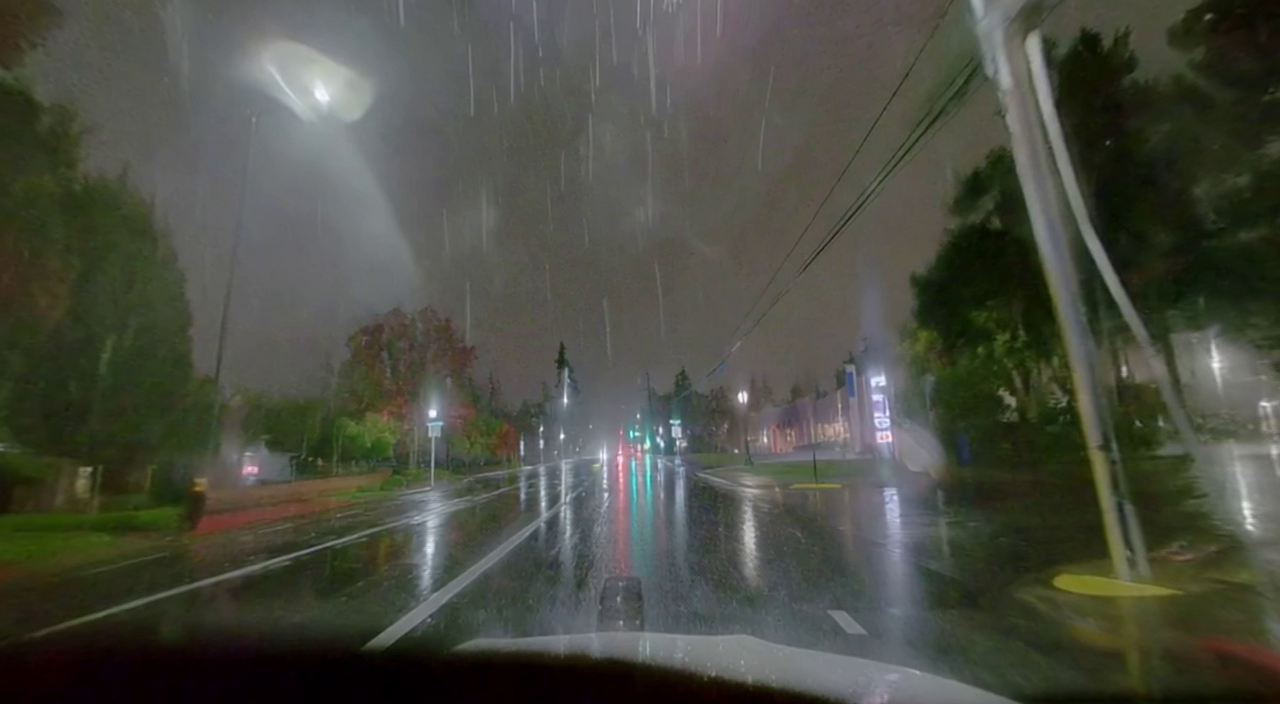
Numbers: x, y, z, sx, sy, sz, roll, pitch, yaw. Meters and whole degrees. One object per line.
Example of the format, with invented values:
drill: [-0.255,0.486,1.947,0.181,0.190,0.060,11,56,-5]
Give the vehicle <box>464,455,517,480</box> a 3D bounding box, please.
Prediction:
vehicle: [-9.802,7.462,41.191,2.061,1.475,4.357,5,-10,-32]
